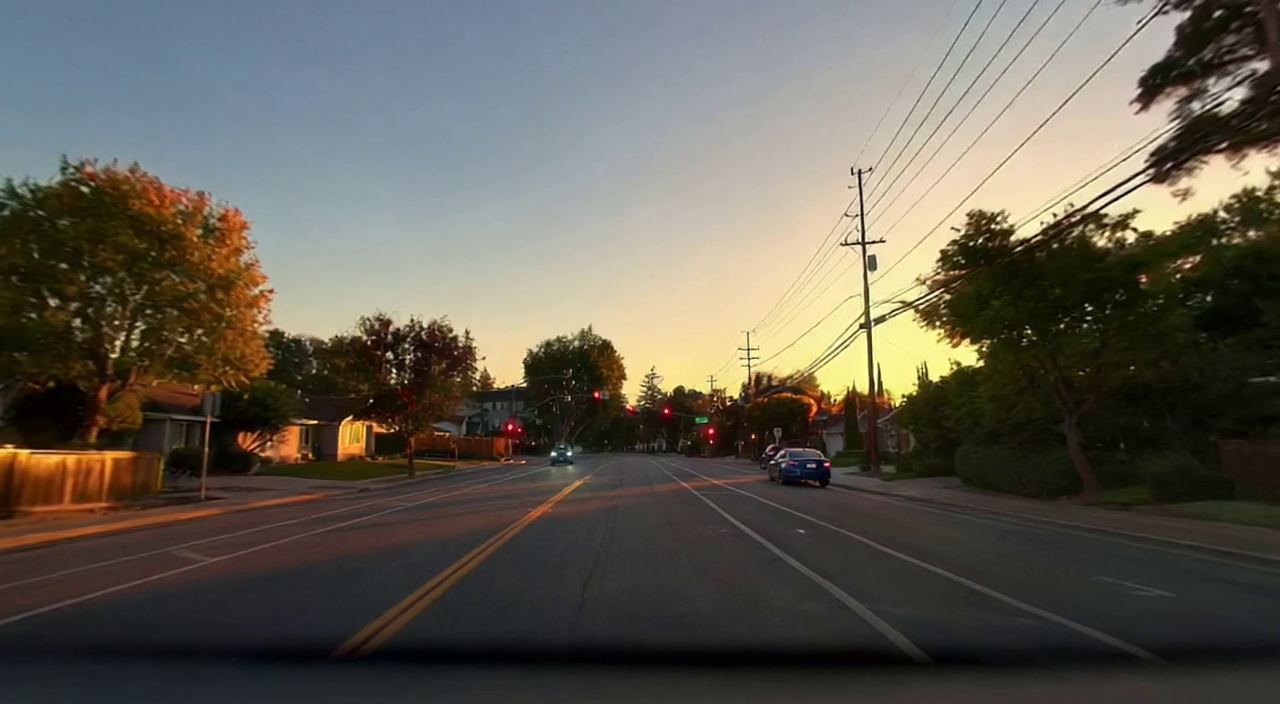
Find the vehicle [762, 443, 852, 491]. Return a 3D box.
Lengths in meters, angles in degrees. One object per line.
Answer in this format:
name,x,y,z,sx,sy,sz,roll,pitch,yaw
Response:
vehicle,5.713,3.954,22.134,2.040,1.475,4.389,0,-8,1

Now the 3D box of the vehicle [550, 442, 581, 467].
vehicle,-5.641,7.854,48.371,2.012,1.778,4.990,0,-8,-3
